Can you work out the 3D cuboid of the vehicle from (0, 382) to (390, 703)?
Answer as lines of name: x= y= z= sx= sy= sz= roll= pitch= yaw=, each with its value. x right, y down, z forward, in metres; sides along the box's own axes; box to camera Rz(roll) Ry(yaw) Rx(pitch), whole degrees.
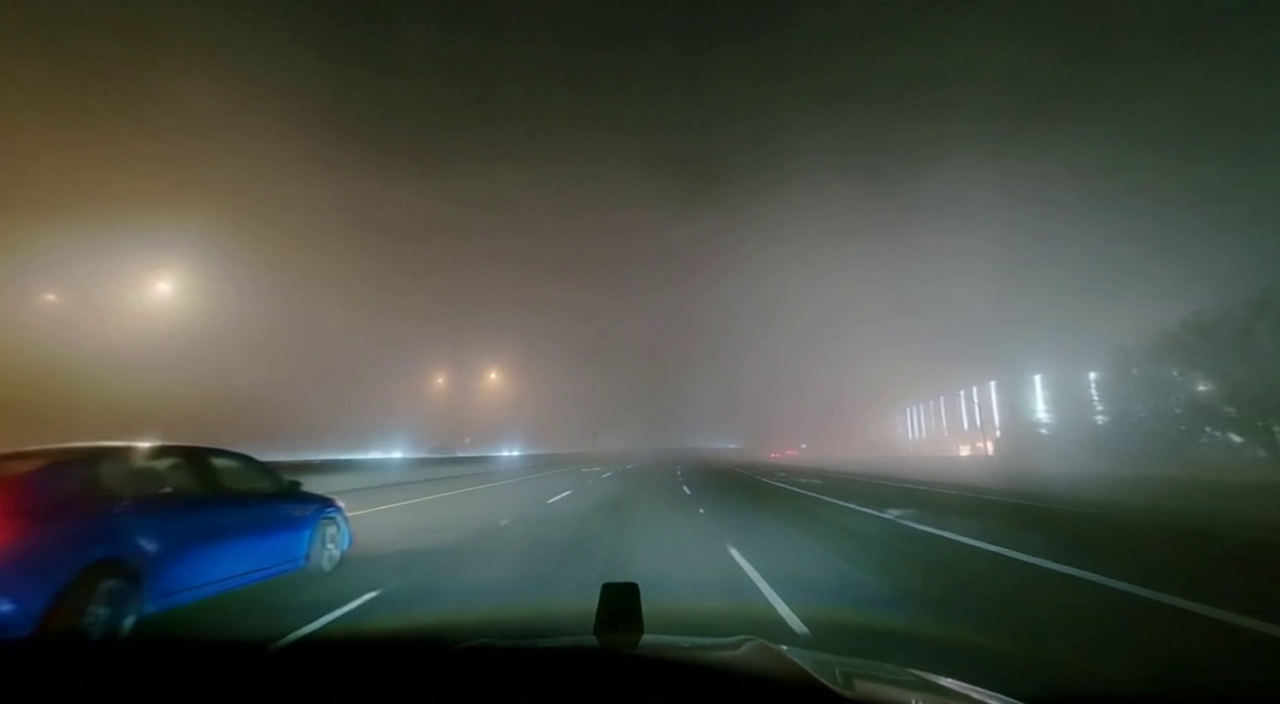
vehicle: x=-3.884 y=1.203 z=4.641 sx=2.087 sy=1.566 sz=4.756 roll=0 pitch=-9 yaw=1
